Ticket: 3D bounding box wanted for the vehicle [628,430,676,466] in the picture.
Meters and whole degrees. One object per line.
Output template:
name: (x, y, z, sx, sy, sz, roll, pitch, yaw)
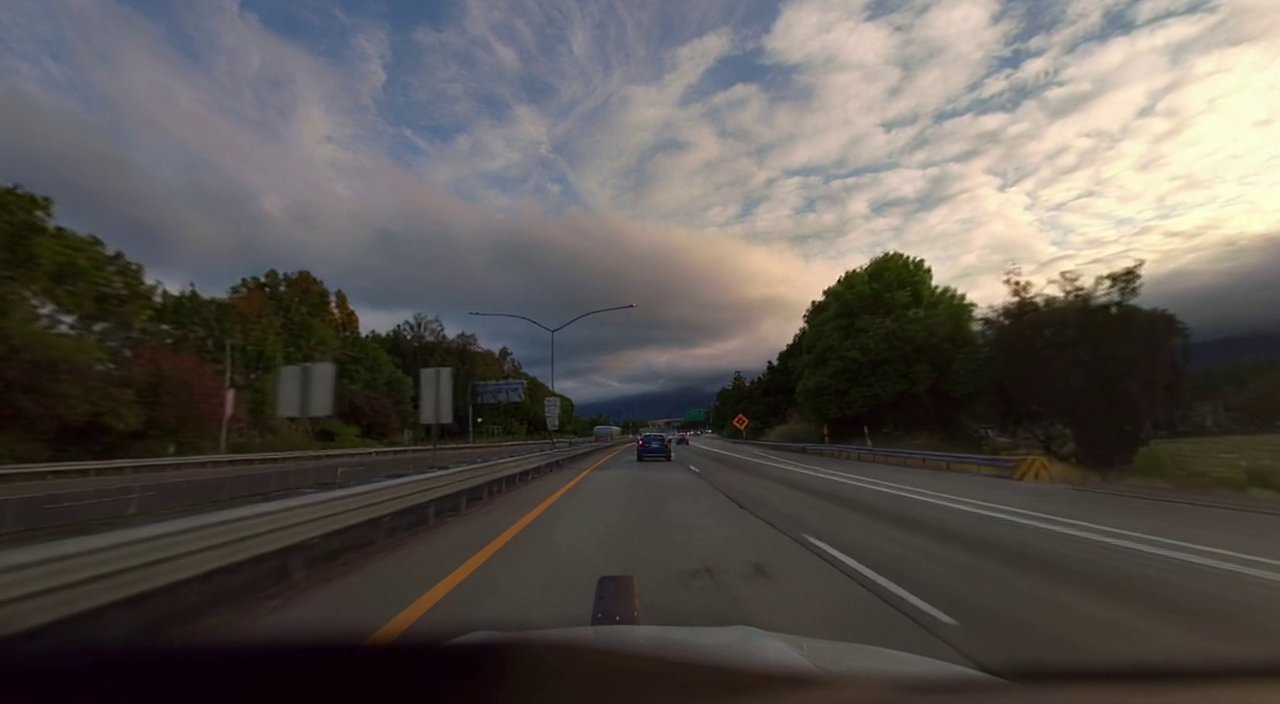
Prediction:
vehicle: (0.471, 4.441, 29.256, 2.046, 1.526, 3.903, 0, -8, -2)
